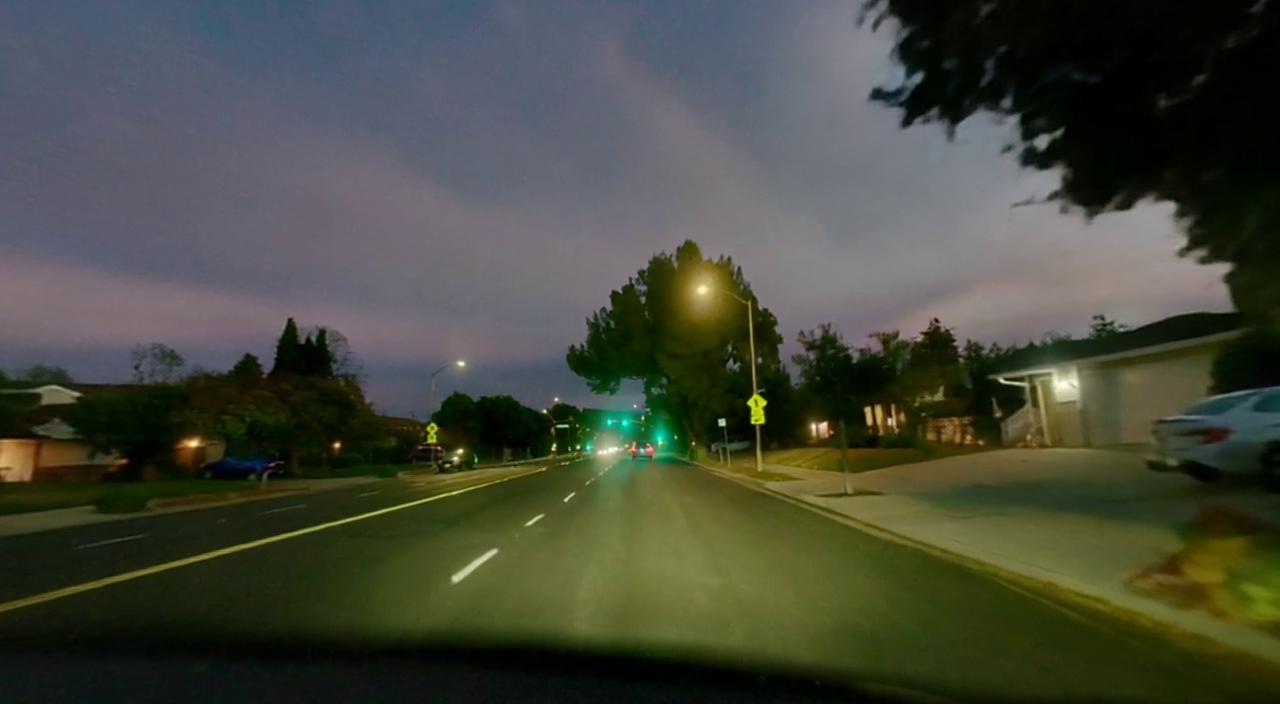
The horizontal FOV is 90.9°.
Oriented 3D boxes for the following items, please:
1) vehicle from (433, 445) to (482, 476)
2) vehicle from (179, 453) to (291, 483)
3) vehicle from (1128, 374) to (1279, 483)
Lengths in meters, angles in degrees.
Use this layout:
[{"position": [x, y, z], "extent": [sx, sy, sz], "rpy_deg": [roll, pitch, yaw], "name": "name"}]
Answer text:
[{"position": [-14.166, 8.400, 49.195], "extent": [2.337, 1.850, 5.448], "rpy_deg": [-4, -6, -2], "name": "vehicle"}, {"position": [-22.790, 6.530, 35.671], "extent": [4.791, 1.564, 2.125], "rpy_deg": [0, -8, -5], "name": "vehicle"}, {"position": [11.130, 1.134, 9.853], "extent": [4.996, 1.563, 1.984], "rpy_deg": [-4, -9, 15], "name": "vehicle"}]
